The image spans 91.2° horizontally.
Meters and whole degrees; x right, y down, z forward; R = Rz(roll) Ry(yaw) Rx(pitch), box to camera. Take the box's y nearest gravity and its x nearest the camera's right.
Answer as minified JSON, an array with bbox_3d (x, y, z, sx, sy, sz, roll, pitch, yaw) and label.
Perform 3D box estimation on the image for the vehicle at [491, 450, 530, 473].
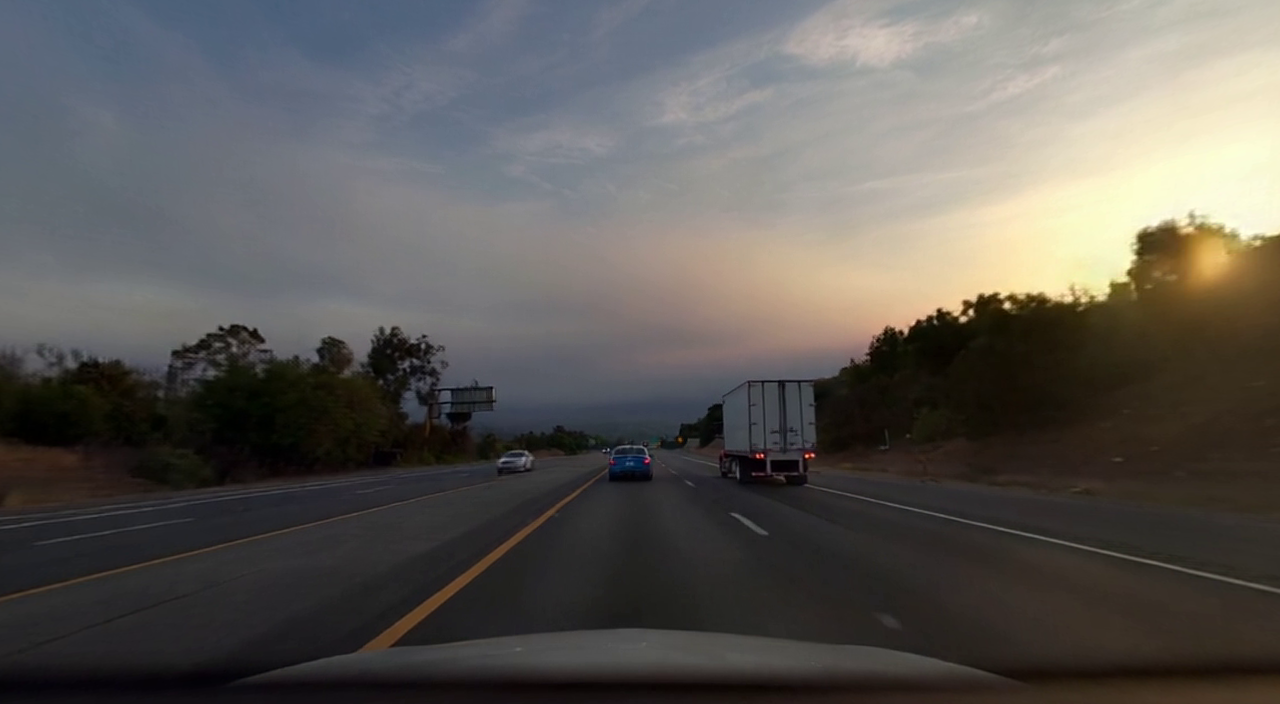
[{"bbox_3d":[-9.023,7.668,43.930,1.844,1.501,3.817,-1,-9,0],"label":"vehicle"}]

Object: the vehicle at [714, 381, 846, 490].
[{"bbox_3d":[4.561,3.001,22.194,2.791,3.201,7.145,0,-9,-2],"label":"vehicle"}]

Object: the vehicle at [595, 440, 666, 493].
[{"bbox_3d":[-0.289,3.623,20.172,2.066,1.490,3.759,-1,-9,0],"label":"vehicle"}]
